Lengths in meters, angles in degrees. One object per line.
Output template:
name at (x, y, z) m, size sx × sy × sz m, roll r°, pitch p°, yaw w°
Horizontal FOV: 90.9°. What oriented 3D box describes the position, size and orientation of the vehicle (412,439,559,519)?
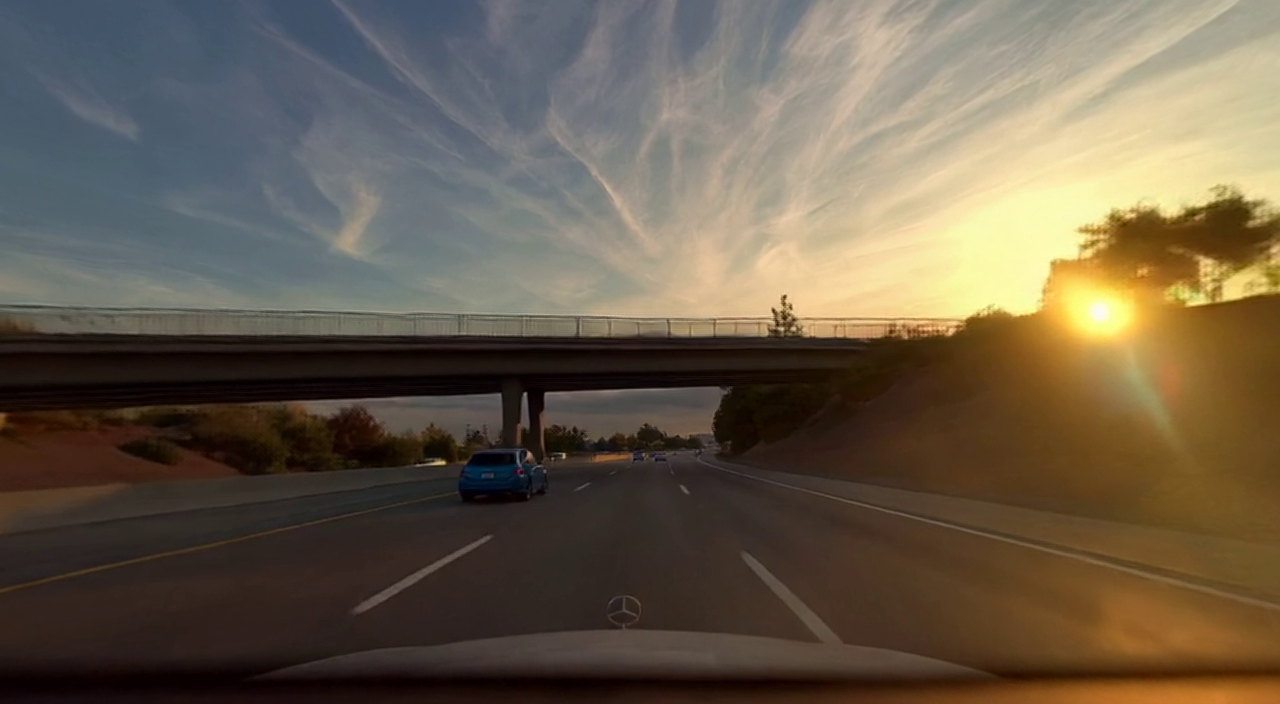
vehicle at (-3.517, 3.016, 15.512) m, size 2.274 × 1.628 × 4.807 m, roll -1°, pitch -9°, yaw 2°
